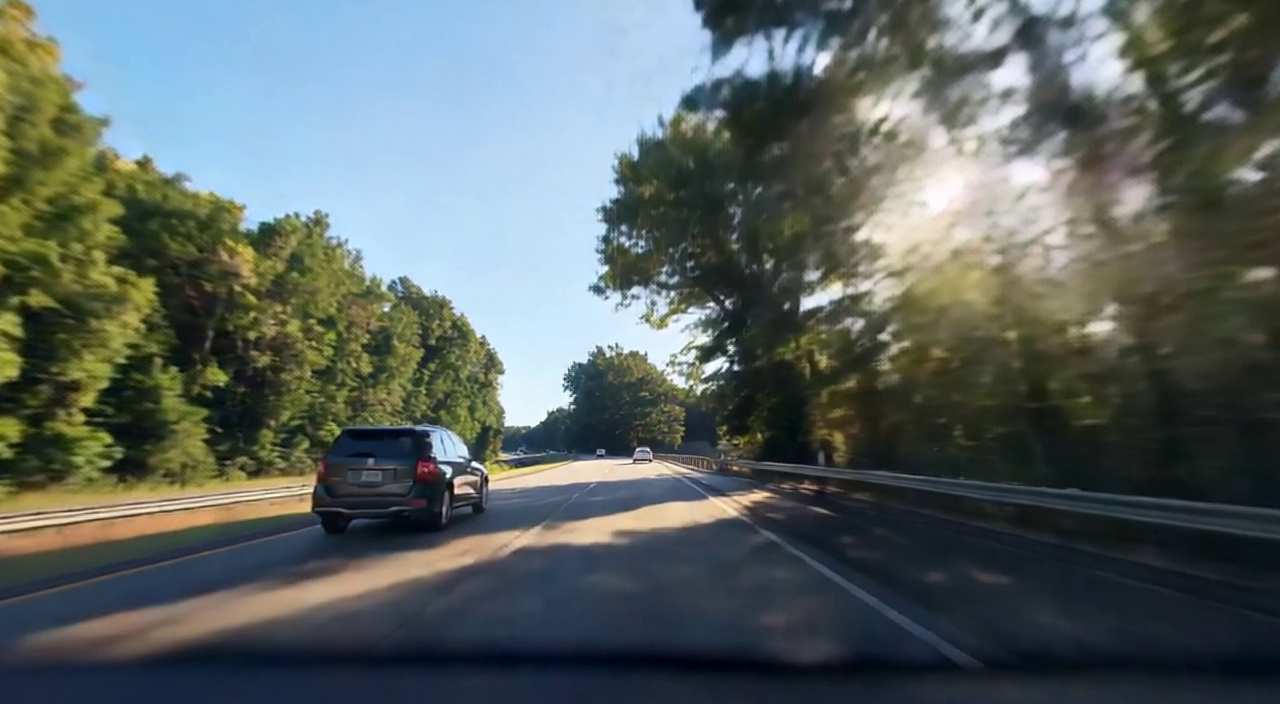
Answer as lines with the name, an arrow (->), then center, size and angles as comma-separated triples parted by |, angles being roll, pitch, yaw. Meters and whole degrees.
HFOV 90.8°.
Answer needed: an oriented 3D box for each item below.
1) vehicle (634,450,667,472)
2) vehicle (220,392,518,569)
vehicle -> 0.653, 7.414, 43.125 | 2.046, 1.452, 4.407 | 0, -9, -2
vehicle -> -3.642, 1.865, 9.886 | 2.418, 2.049, 4.930 | 0, -9, 0
